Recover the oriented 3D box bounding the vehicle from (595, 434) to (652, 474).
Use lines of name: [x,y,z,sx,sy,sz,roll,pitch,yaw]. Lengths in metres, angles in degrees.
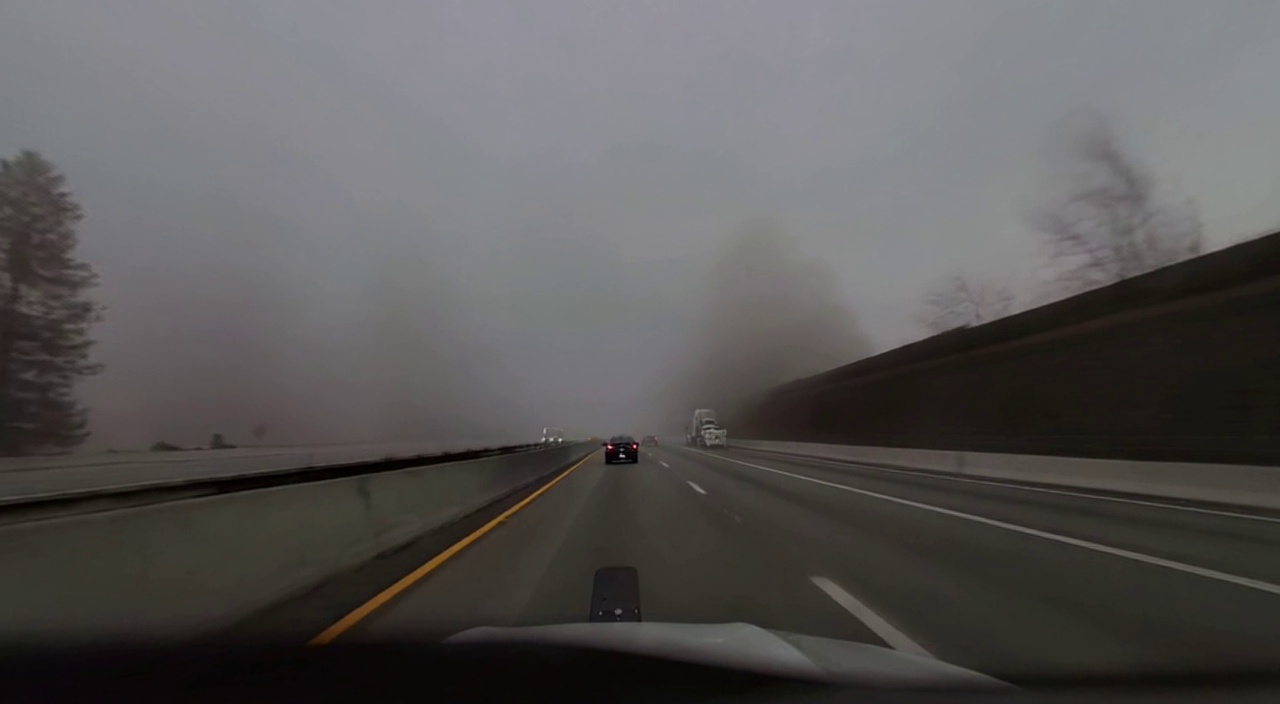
vehicle: [-0.696,4.094,25.600,2.119,1.480,4.000,0,-8,-2]
